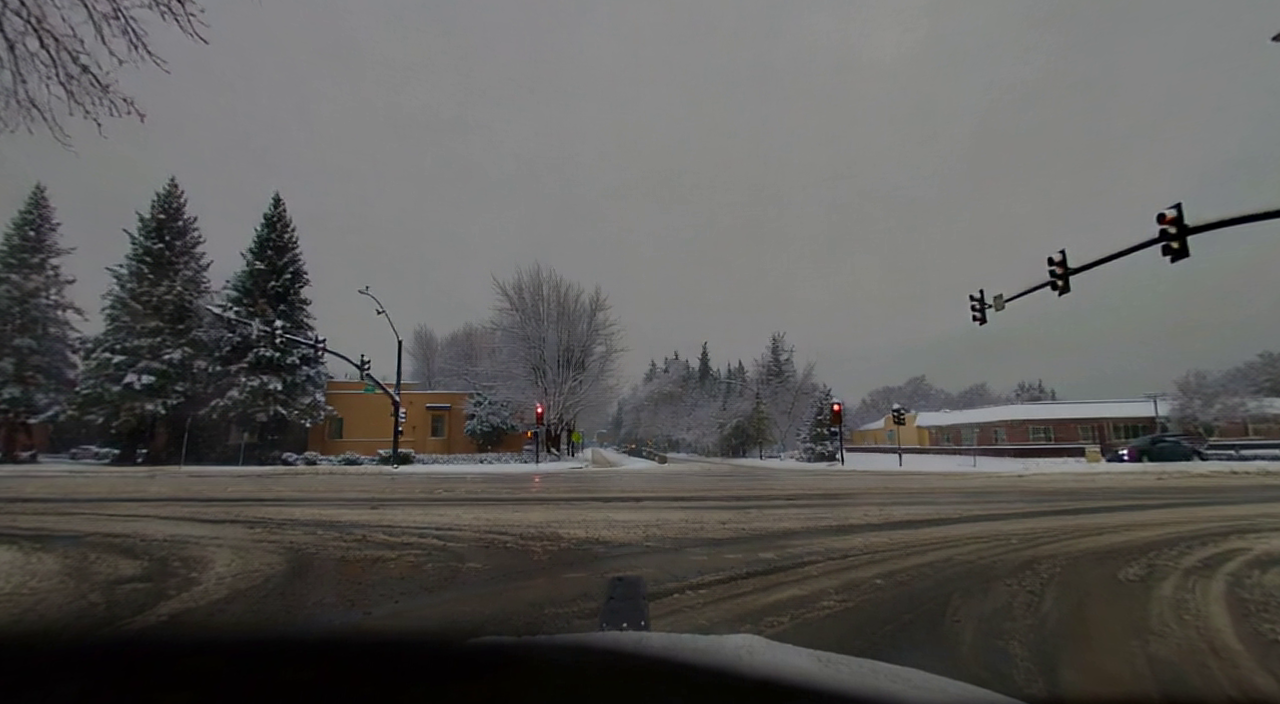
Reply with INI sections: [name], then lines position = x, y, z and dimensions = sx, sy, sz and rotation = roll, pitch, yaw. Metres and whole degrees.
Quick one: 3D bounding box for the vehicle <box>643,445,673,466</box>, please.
[vehicle]
position = 1.270, 7.614, 46.466
dimensions = 2.132, 1.449, 4.235
rotation = 0, -9, 0
